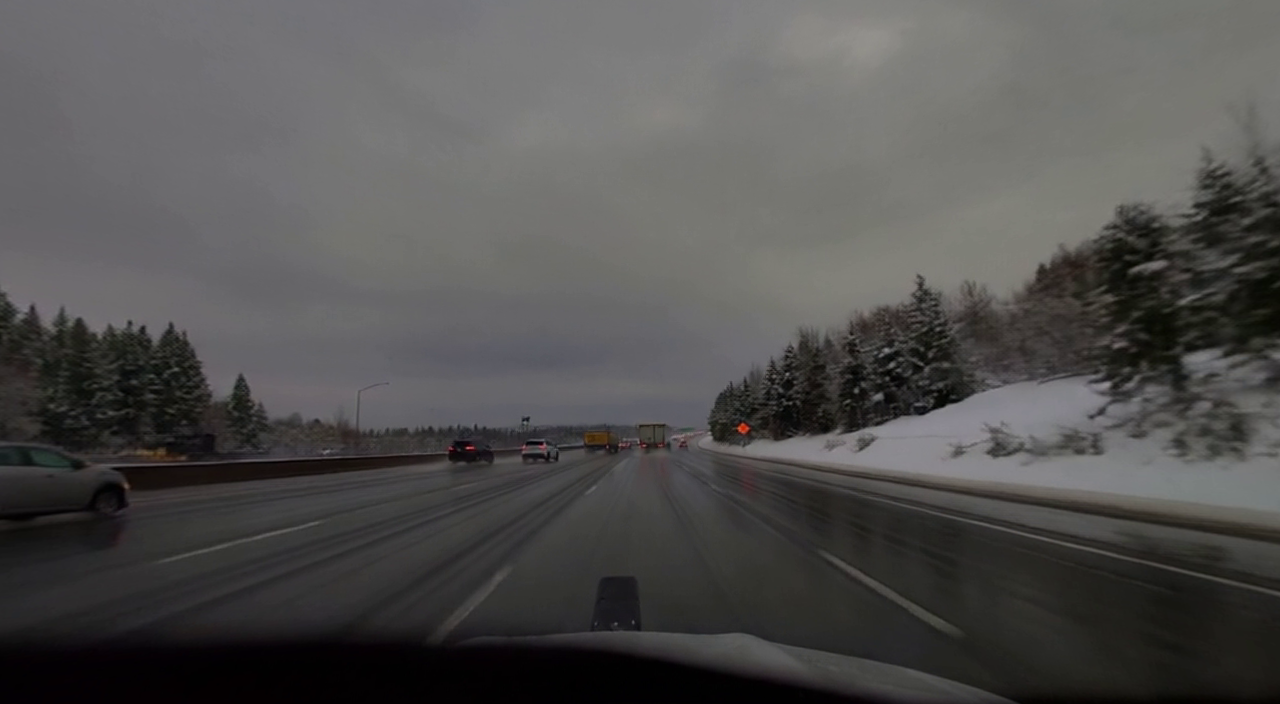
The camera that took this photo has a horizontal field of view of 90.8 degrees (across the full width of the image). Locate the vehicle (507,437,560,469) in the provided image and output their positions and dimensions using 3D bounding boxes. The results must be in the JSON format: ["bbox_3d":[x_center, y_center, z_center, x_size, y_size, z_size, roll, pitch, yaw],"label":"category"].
[{"bbox_3d":[-6.440,6.170,38.778,2.206,1.838,4.889,0,-8,3],"label":"vehicle"}]

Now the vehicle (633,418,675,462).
[{"bbox_3d":[0.987,6.364,45.576,2.768,2.854,6.757,0,-8,1],"label":"vehicle"}]

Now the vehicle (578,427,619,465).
[{"bbox_3d":[-2.863,6.723,44.996,2.328,2.519,5.238,0,-8,3],"label":"vehicle"}]

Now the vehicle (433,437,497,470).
[{"bbox_3d":[-10.221,5.953,37.334,2.080,1.777,5.450,0,-8,2],"label":"vehicle"}]

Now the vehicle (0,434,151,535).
[{"bbox_3d":[-10.286,1.986,9.583,1.952,1.457,4.689,0,-8,0],"label":"vehicle"}]
